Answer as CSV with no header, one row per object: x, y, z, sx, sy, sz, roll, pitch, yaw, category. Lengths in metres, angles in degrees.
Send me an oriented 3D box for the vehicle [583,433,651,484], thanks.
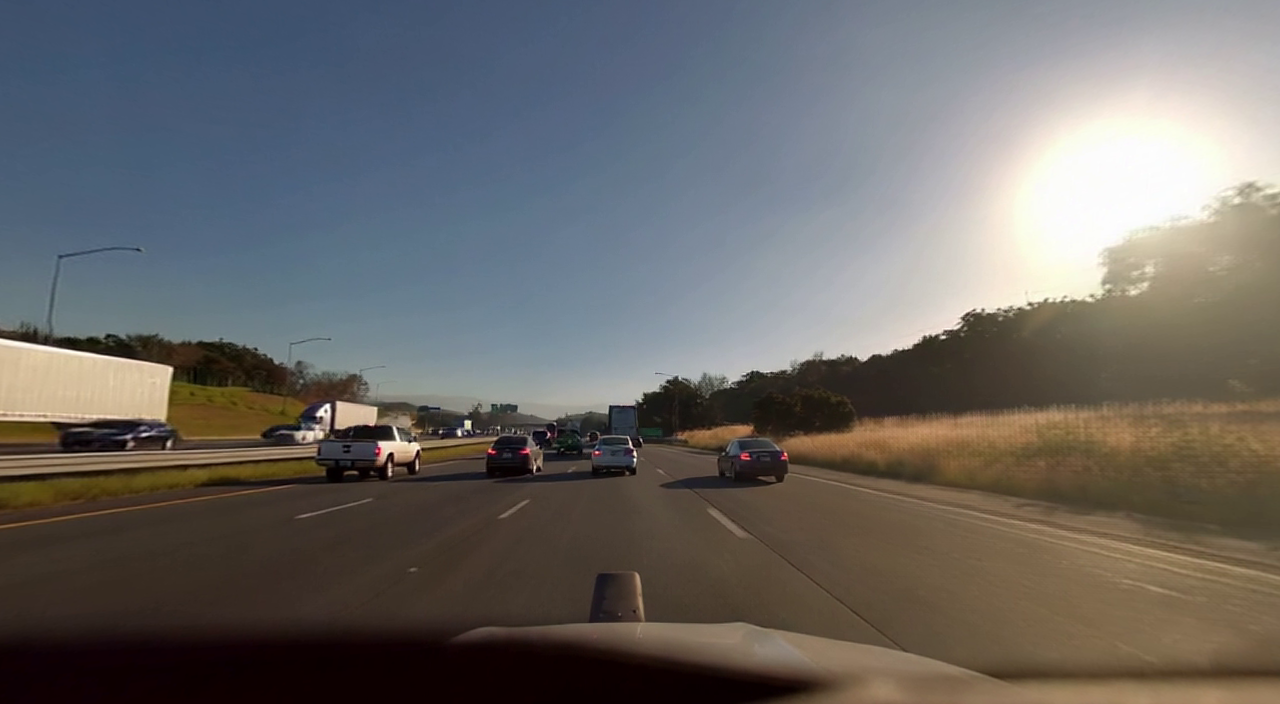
-0.702,3.398,20.400,1.980,1.478,3.758,0,-8,-1,vehicle

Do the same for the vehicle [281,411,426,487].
-8.220,2.834,18.665,2.158,1.943,4.662,0,-8,-1,vehicle

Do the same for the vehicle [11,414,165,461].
-19.268,3.014,22.228,1.873,1.475,4.034,0,-8,-2,vehicle

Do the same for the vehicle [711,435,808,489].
3.563,3.353,19.674,1.981,1.474,4.396,0,-8,-3,vehicle

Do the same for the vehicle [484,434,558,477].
-4.448,3.909,24.208,2.046,1.493,4.384,0,-8,0,vehicle

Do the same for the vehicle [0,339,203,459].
-23.010,2.001,24.171,2.881,3.978,14.159,0,-8,-3,vehicle

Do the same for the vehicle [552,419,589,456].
-5.176,6.477,47.643,2.303,2.610,6.579,0,-8,-2,vehicle
